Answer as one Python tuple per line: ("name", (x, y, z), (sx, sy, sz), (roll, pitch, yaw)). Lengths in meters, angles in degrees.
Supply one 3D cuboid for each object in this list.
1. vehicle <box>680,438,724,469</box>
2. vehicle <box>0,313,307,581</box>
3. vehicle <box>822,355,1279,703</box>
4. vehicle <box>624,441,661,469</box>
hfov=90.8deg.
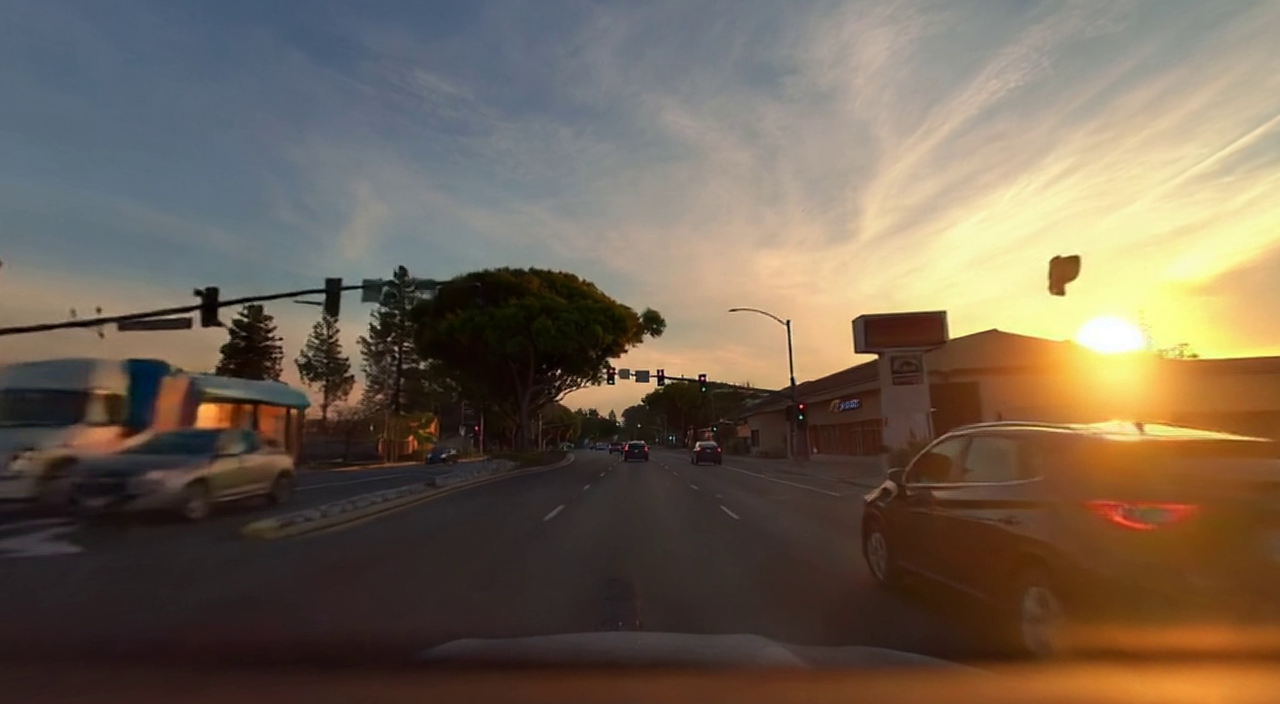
("vehicle", (3.525, 5.929, 36.907), (2.085, 1.668, 4.077), (0, -9, -1))
("vehicle", (-7.258, 1.297, 8.846), (2.334, 2.525, 5.893), (0, -9, -5))
("vehicle", (3.041, 1.170, 4.778), (1.969, 1.682, 4.387), (0, -9, 0))
("vehicle", (0.084, 6.000, 36.909), (2.023, 1.532, 3.891), (0, -9, -2))
